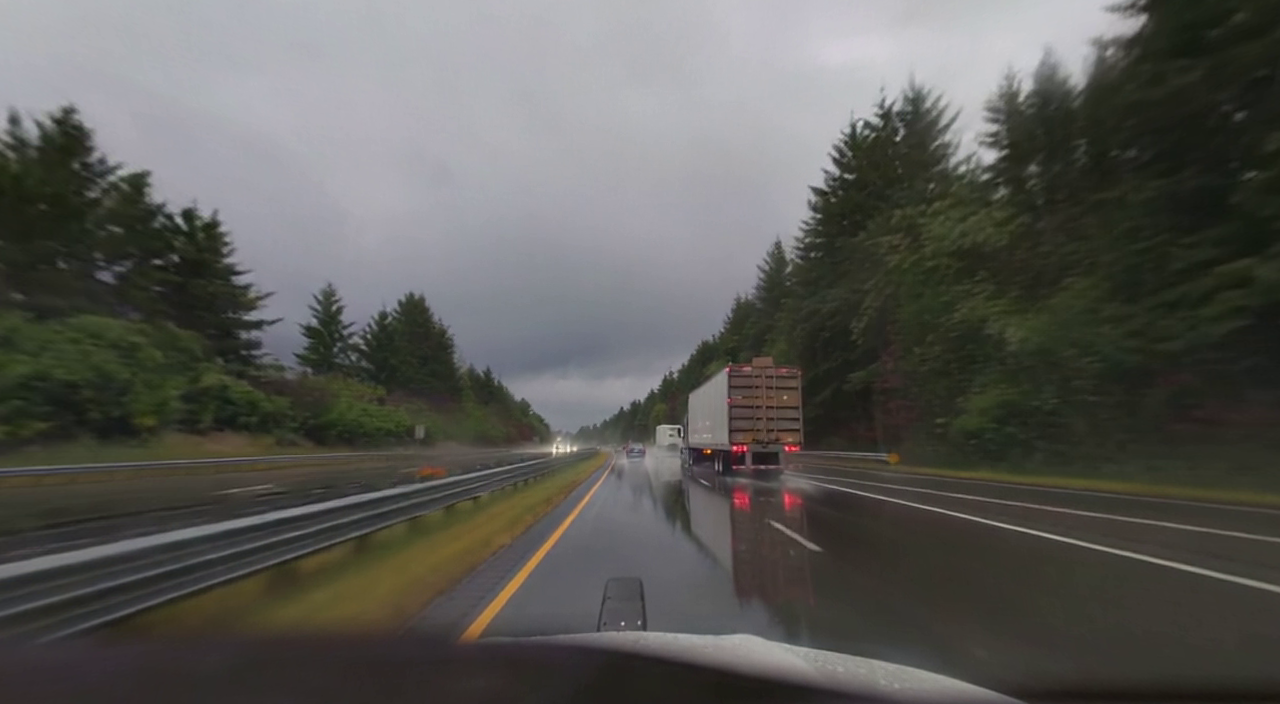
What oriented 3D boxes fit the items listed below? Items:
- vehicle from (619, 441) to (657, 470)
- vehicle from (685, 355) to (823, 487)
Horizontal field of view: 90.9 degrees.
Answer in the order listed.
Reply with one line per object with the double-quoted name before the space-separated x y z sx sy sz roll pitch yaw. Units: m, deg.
"vehicle" -0.174 5.866 35.984 2.051 1.513 4.511 0 -9 -2
"vehicle" 4.019 3.195 26.759 2.883 4.057 14.579 0 -9 -1
